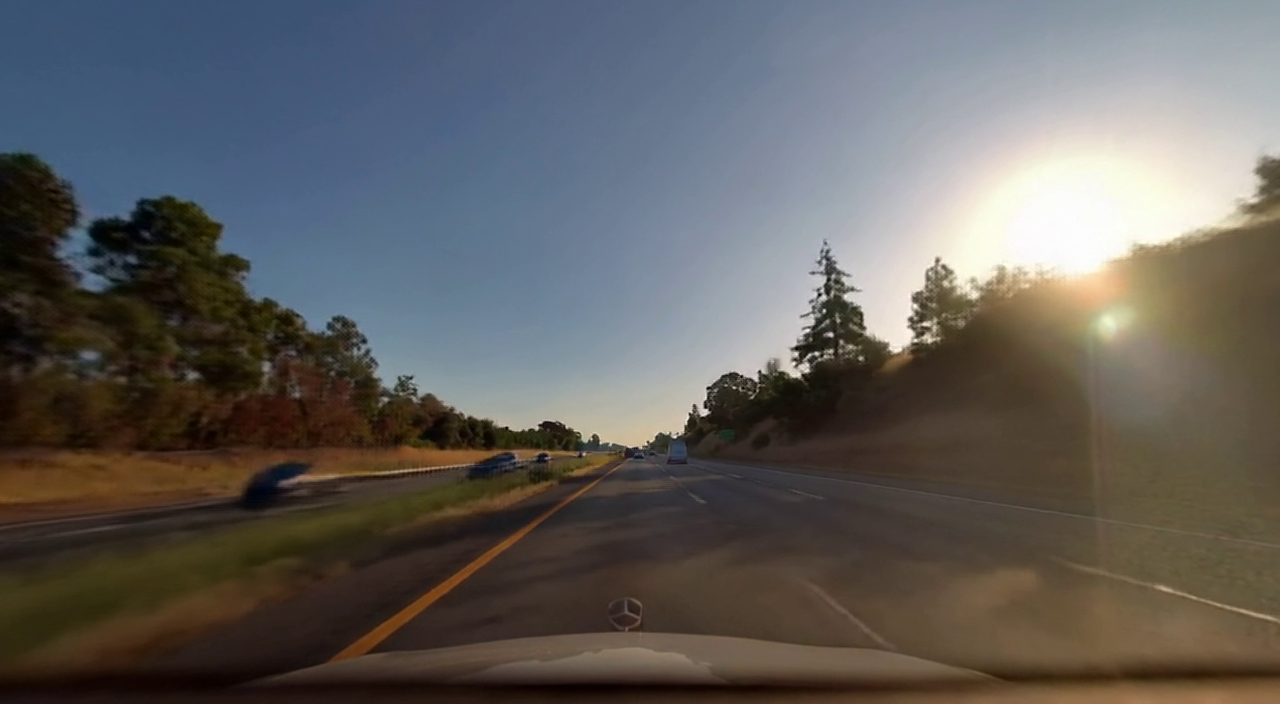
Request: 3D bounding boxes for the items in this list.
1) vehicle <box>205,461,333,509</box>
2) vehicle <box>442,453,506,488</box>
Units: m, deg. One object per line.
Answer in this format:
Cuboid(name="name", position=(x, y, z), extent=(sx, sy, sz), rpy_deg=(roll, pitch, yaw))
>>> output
Cuboid(name="vehicle", position=(-11.776, 4.216, 20.359), extent=(1.824, 1.323, 3.790), rpy_deg=(0, -9, 0))
Cuboid(name="vehicle", position=(-7.517, 5.411, 29.039), extent=(1.788, 1.451, 4.386), rpy_deg=(0, -9, 0))
